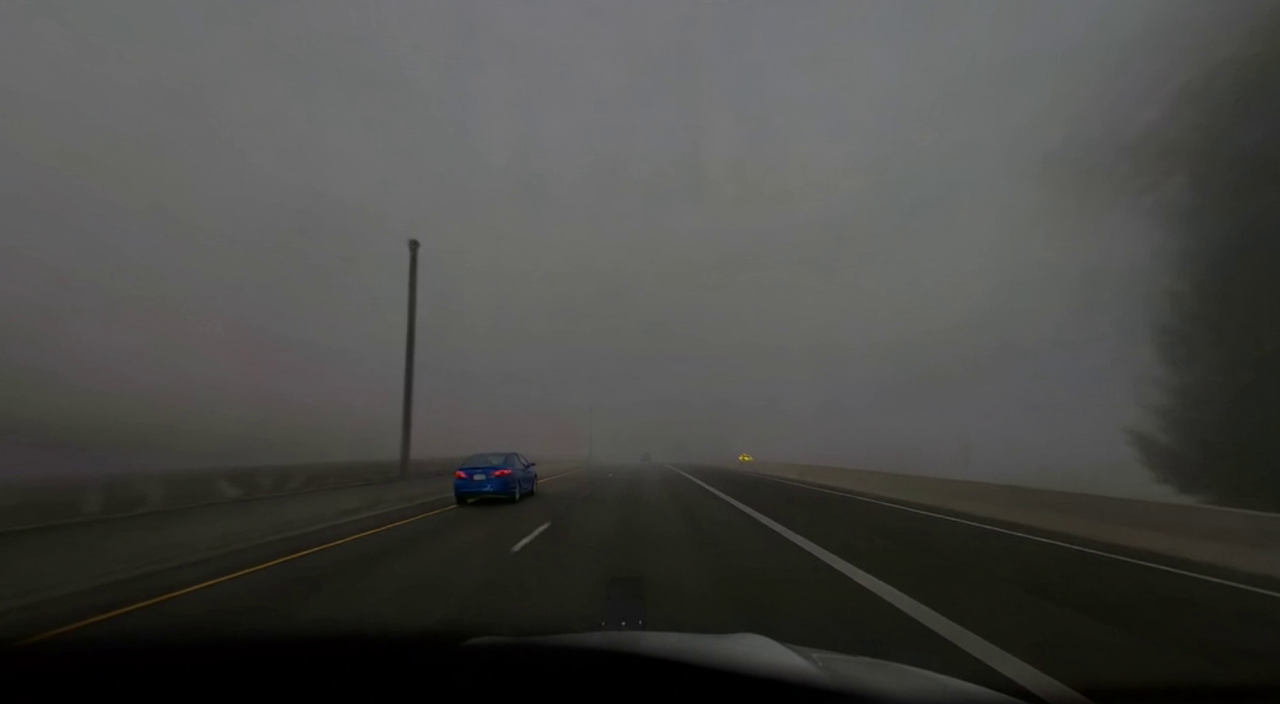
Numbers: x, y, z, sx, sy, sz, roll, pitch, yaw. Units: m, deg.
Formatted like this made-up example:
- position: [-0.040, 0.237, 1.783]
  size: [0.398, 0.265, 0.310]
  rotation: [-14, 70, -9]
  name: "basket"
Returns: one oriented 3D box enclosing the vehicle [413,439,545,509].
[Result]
- position: [-3.968, 3.103, 16.461]
  size: [2.160, 1.552, 4.592]
  rotation: [0, -9, 1]
  name: "vehicle"
